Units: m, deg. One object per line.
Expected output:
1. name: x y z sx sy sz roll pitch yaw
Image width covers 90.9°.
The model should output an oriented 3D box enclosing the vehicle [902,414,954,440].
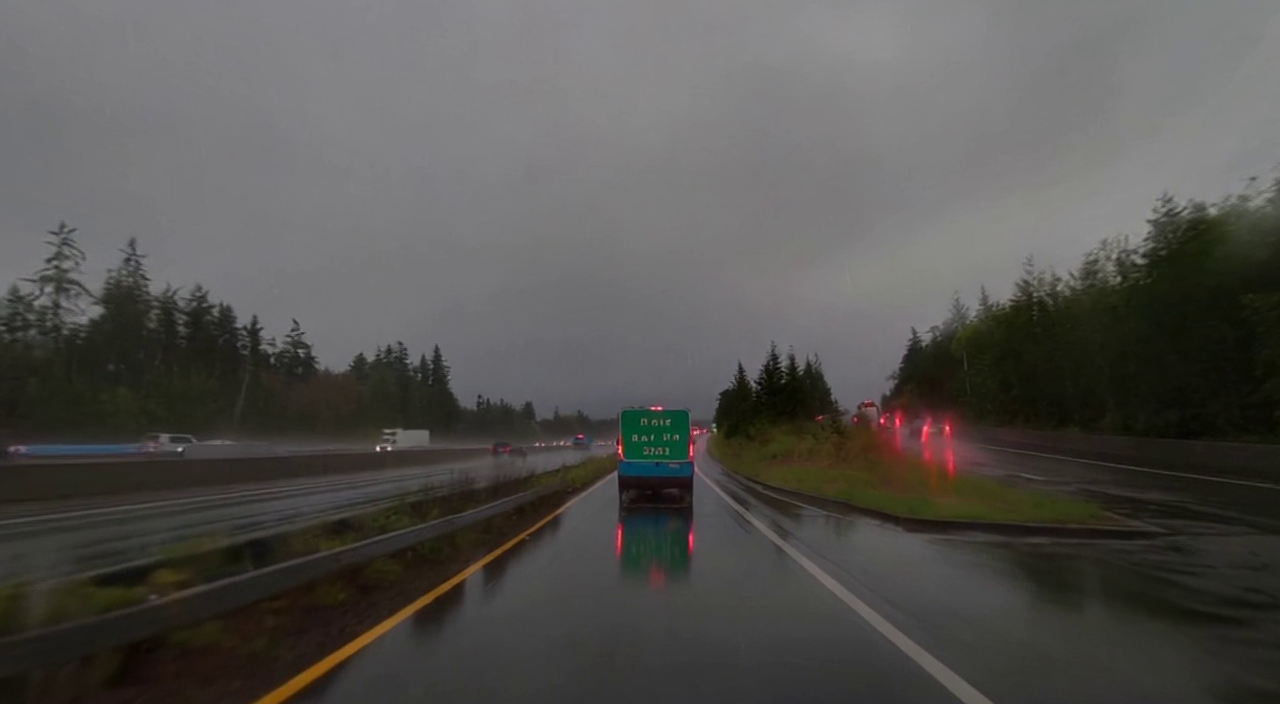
1. vehicle: 19.420 5.121 42.761 2.098 1.654 4.637 -2 -8 11

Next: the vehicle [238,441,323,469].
1. vehicle: -19.919 5.704 35.184 1.884 1.447 4.502 -1 -8 3

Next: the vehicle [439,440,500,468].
1. vehicle: -10.142 6.081 37.972 1.958 1.545 4.588 -1 -8 6

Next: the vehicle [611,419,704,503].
1. vehicle: 0.376 2.742 16.227 2.043 1.821 4.558 0 -8 0

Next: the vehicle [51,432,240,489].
1. vehicle: -16.688 3.669 21.767 2.309 1.683 5.063 -1 -8 2
